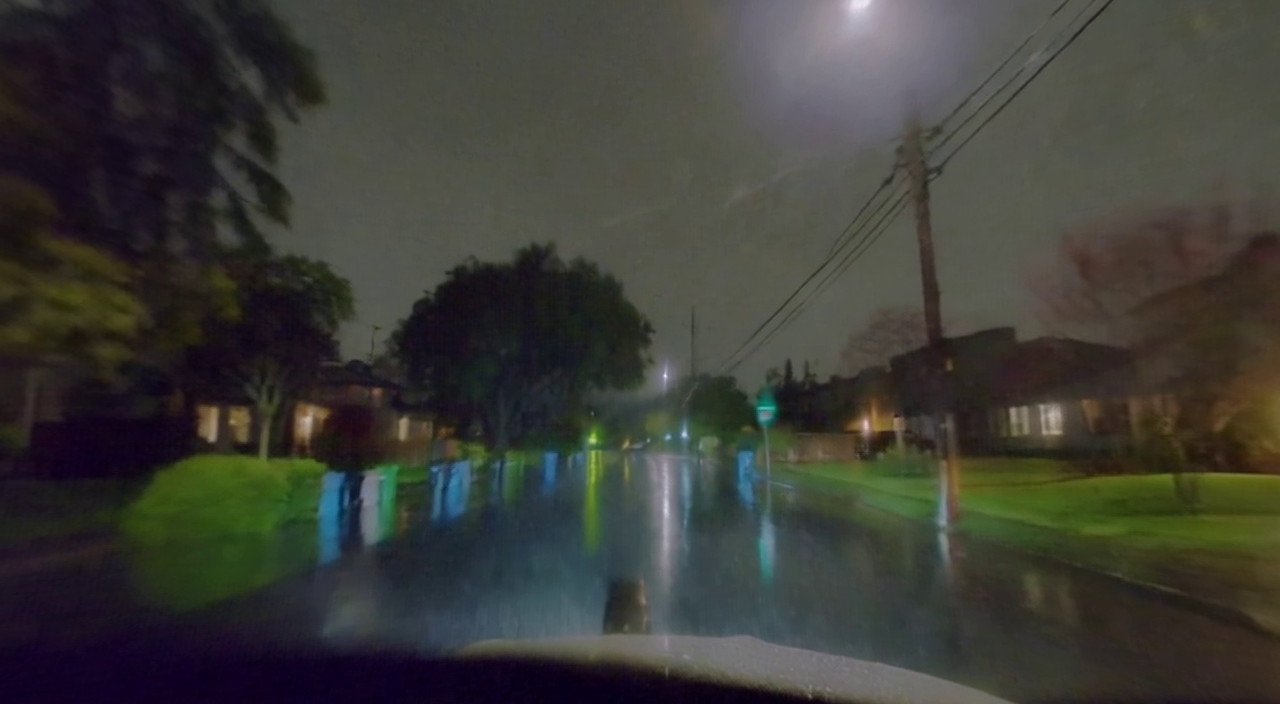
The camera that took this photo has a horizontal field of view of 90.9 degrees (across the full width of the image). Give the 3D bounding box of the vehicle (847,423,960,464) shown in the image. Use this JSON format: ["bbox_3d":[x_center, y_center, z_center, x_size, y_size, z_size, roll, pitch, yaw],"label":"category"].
[{"bbox_3d":[12.684,4.449,30.528,4.581,1.853,2.024,2,-9,-7],"label":"vehicle"}]
